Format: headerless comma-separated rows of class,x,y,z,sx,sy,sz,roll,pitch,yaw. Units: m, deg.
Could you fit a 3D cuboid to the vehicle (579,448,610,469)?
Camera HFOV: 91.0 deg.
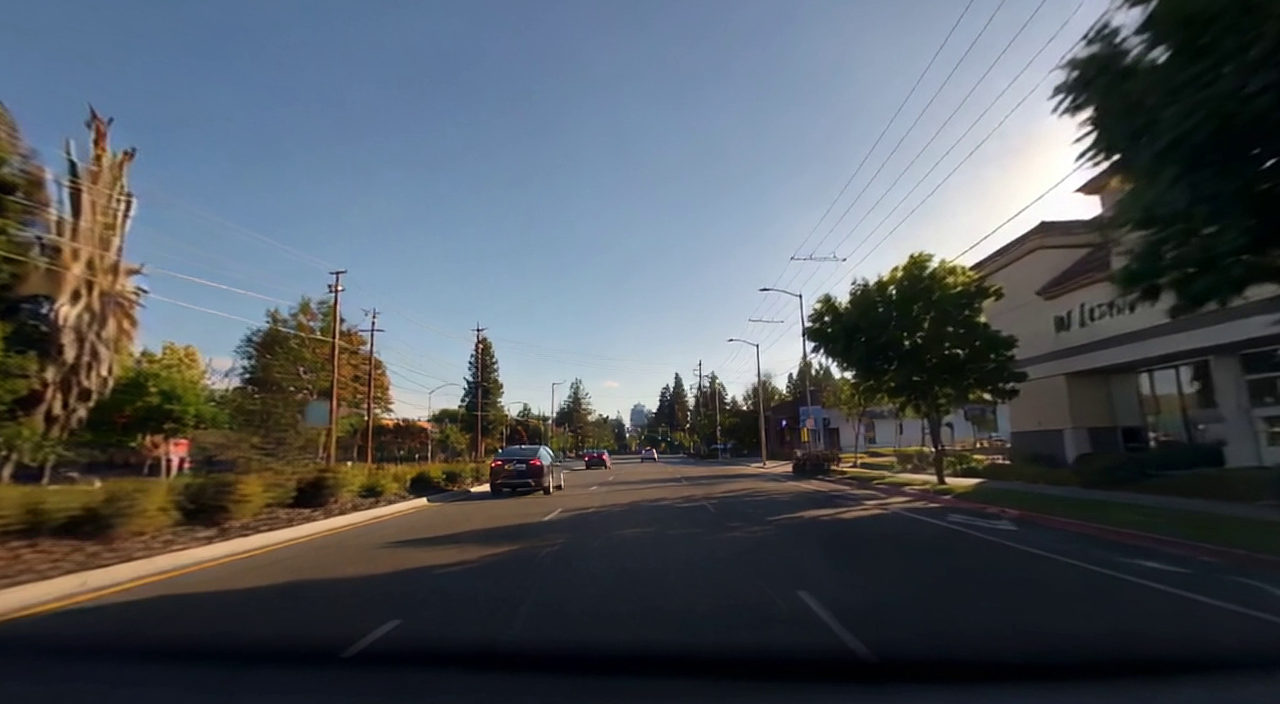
vehicle,-3.500,8.257,48.991,2.039,1.479,4.257,0,-9,1

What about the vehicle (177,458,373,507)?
vehicle,-7.976,2.871,14.161,2.700,0.905,2.928,0,-9,-2

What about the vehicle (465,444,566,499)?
vehicle,-3.560,3.496,18.868,2.076,1.444,4.328,0,-9,1
